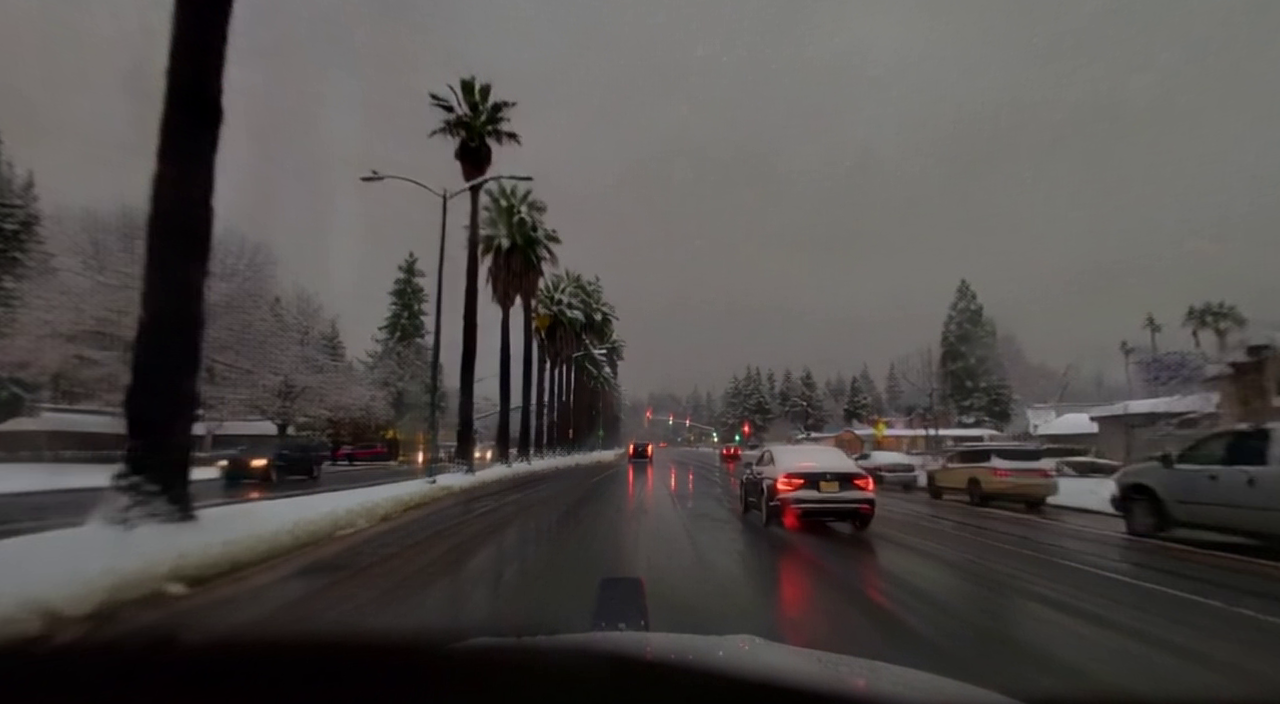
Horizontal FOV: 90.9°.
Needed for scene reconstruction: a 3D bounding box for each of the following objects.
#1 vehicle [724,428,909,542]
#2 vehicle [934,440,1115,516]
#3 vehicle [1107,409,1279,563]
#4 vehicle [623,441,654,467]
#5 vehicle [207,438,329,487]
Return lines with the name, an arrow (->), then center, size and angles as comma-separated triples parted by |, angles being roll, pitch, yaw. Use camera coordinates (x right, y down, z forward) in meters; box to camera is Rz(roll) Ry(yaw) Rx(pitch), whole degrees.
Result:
vehicle -> 2.846, 2.251, 11.324 | 2.009, 1.639, 4.267 | 0, -9, -1
vehicle -> 10.125, 3.307, 17.150 | 1.982, 1.766, 4.555 | 0, -9, -1
vehicle -> 9.954, 1.798, 8.425 | 2.618, 2.048, 6.195 | 0, -9, 0
vehicle -> -0.067, 7.254, 44.958 | 2.087, 1.709, 4.076 | 0, -9, 1
vehicle -> -15.549, 4.625, 26.741 | 2.180, 1.830, 4.924 | 0, -9, -1
